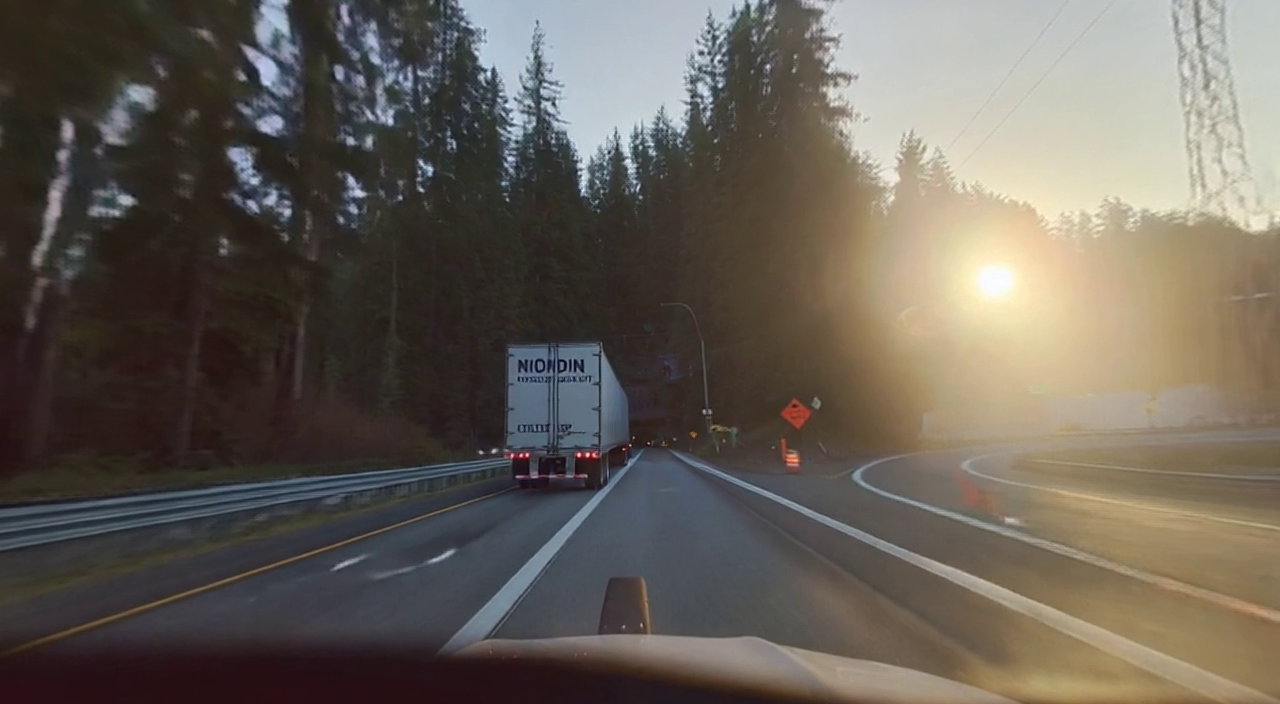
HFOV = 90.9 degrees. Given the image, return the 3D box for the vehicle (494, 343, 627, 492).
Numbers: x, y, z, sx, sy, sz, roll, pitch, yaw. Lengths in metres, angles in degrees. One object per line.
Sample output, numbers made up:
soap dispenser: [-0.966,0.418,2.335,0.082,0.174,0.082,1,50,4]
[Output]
vehicle: [-2.317,2.946,25.418,2.873,4.060,16.327,0,-8,1]

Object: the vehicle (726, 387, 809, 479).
vehicle: [5.183,3.380,26.196,2.928,3.571,3.032,-1,-8,5]
